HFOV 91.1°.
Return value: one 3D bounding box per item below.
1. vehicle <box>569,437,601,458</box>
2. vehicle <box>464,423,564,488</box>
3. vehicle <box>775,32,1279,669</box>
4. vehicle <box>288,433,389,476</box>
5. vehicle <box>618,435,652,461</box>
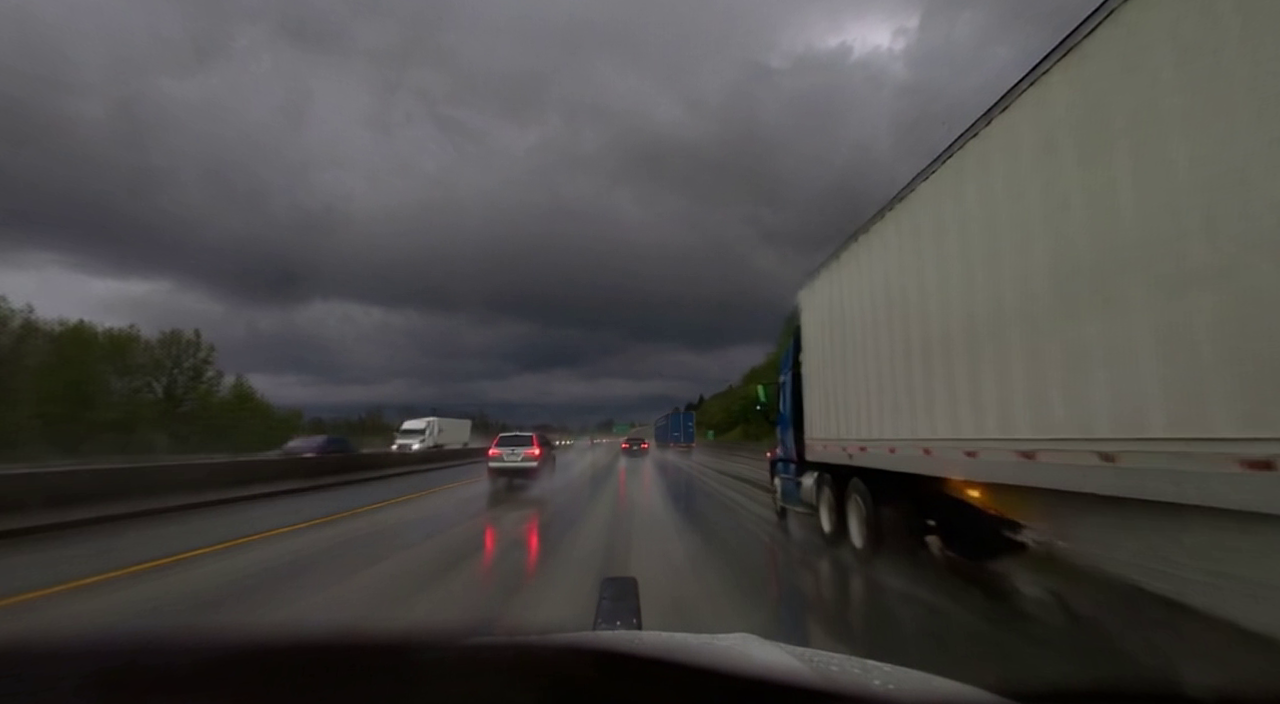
[{"bbox_3d":[-4.045,7.098,47.010,2.021,1.514,4.190,0,-8,0],"label":"vehicle"},{"bbox_3d":[-3.544,3.006,18.632,2.054,1.671,4.445,0,-8,0],"label":"vehicle"},{"bbox_3d":[3.692,0.274,6.656,3.009,3.673,6.099,1,-7,-1],"label":"vehicle"},{"bbox_3d":[-12.046,4.083,25.475,1.916,1.568,4.418,0,-8,0],"label":"vehicle"},{"bbox_3d":[-0.369,6.206,40.978,2.088,1.567,4.240,0,-8,-2],"label":"vehicle"}]
